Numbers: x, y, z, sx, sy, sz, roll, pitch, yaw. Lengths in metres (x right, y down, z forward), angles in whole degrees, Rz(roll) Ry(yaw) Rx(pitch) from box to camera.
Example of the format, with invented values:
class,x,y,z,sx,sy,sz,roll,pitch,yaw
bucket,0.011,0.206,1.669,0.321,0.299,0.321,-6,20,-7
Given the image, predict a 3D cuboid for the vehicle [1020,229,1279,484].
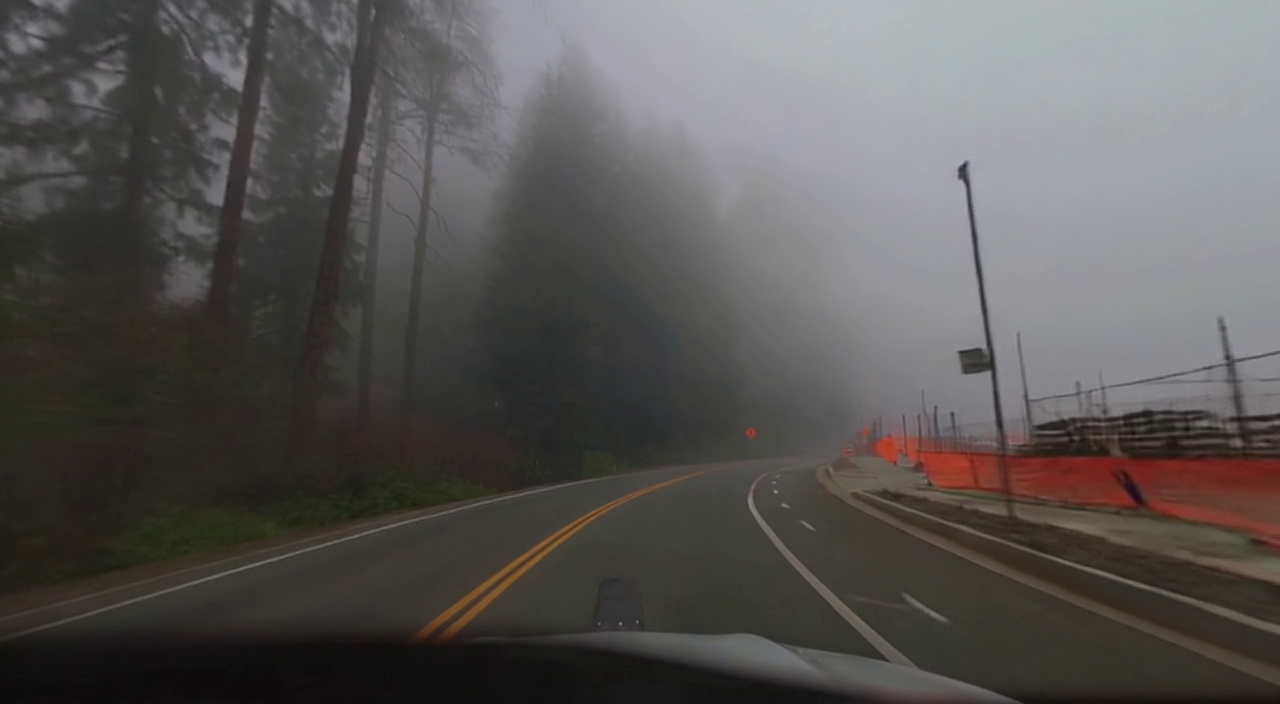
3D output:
class,x,y,z,sx,sy,sz,roll,pitch,yaw
vehicle,11.124,0.391,11.386,2.984,3.691,10.409,-1,-9,6
